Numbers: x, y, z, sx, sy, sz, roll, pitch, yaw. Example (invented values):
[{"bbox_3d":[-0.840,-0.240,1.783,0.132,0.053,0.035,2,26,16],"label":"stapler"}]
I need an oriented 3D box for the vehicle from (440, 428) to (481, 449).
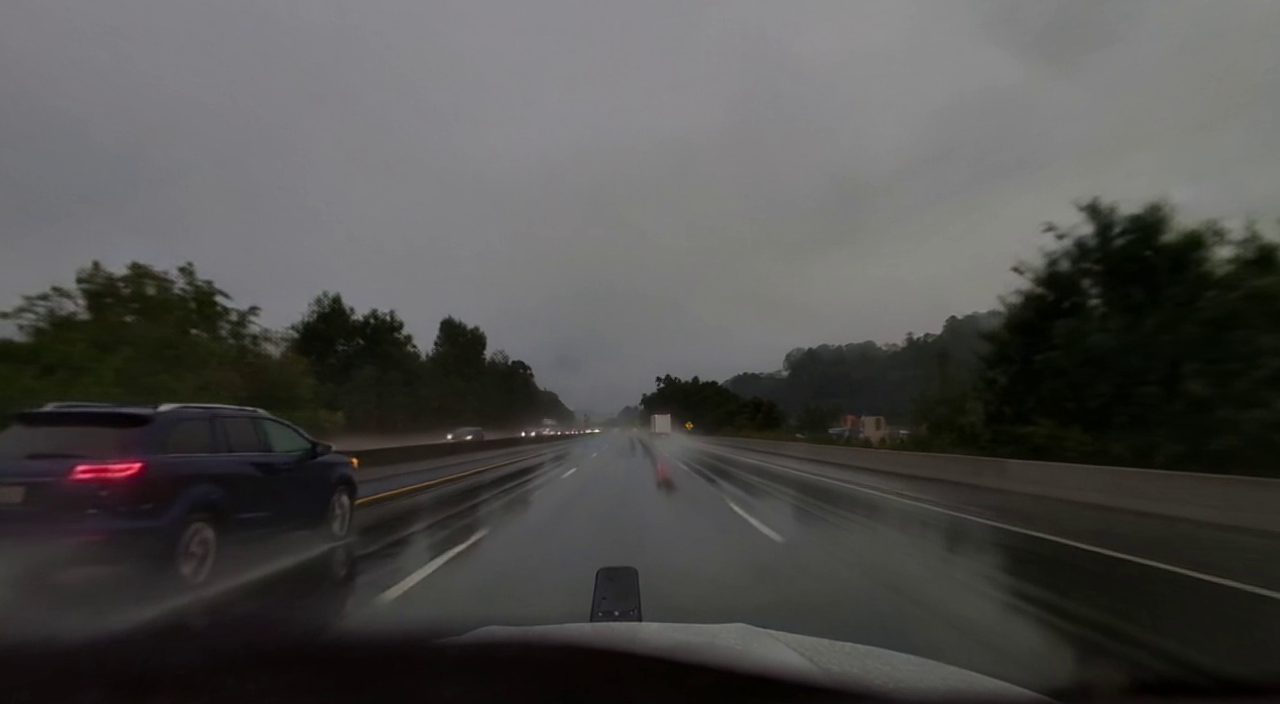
[{"bbox_3d":[-13.502,6.520,47.573,1.854,1.497,4.252,0,-8,-1],"label":"vehicle"}]

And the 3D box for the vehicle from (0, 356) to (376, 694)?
[{"bbox_3d":[-3.971,1.076,5.032,2.000,1.620,3.929,0,-8,0],"label":"vehicle"}]
